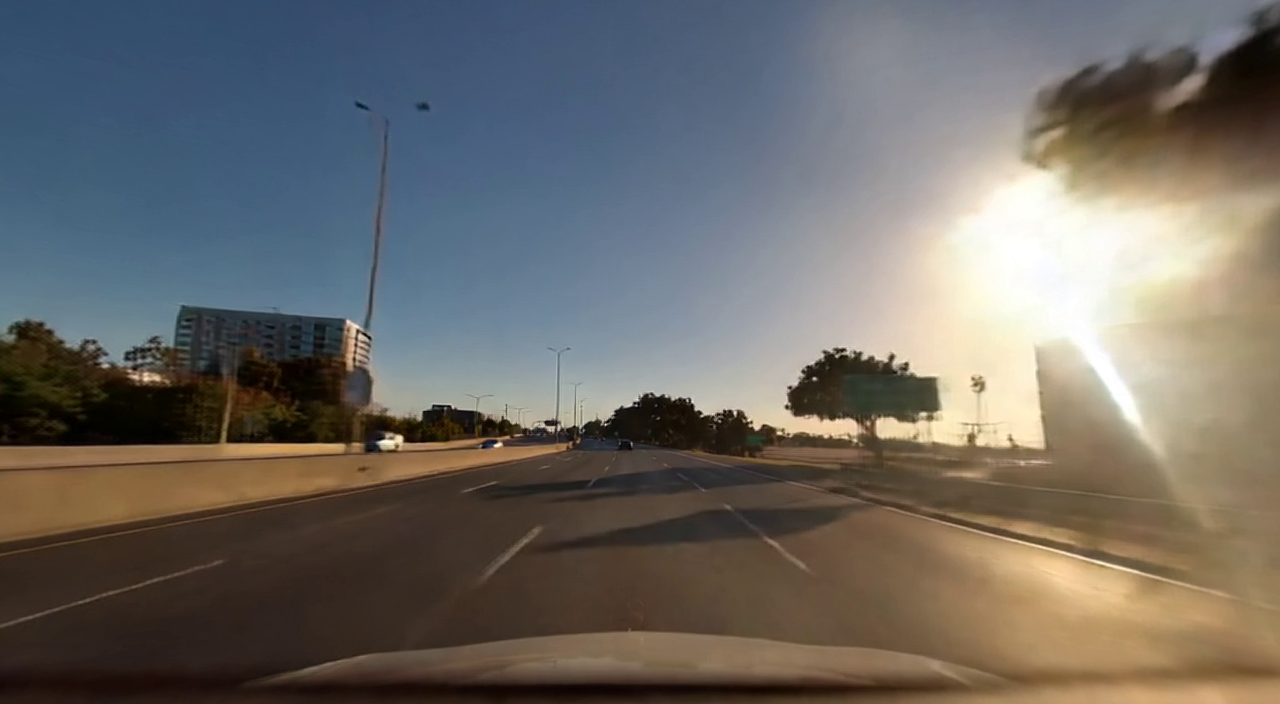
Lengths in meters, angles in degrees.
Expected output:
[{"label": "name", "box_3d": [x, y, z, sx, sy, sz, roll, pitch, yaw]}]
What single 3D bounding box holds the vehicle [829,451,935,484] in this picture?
[{"label": "vehicle", "box_3d": [9.348, 4.490, 24.801, 2.635, 1.057, 4.249, 1, -8, 2]}]
